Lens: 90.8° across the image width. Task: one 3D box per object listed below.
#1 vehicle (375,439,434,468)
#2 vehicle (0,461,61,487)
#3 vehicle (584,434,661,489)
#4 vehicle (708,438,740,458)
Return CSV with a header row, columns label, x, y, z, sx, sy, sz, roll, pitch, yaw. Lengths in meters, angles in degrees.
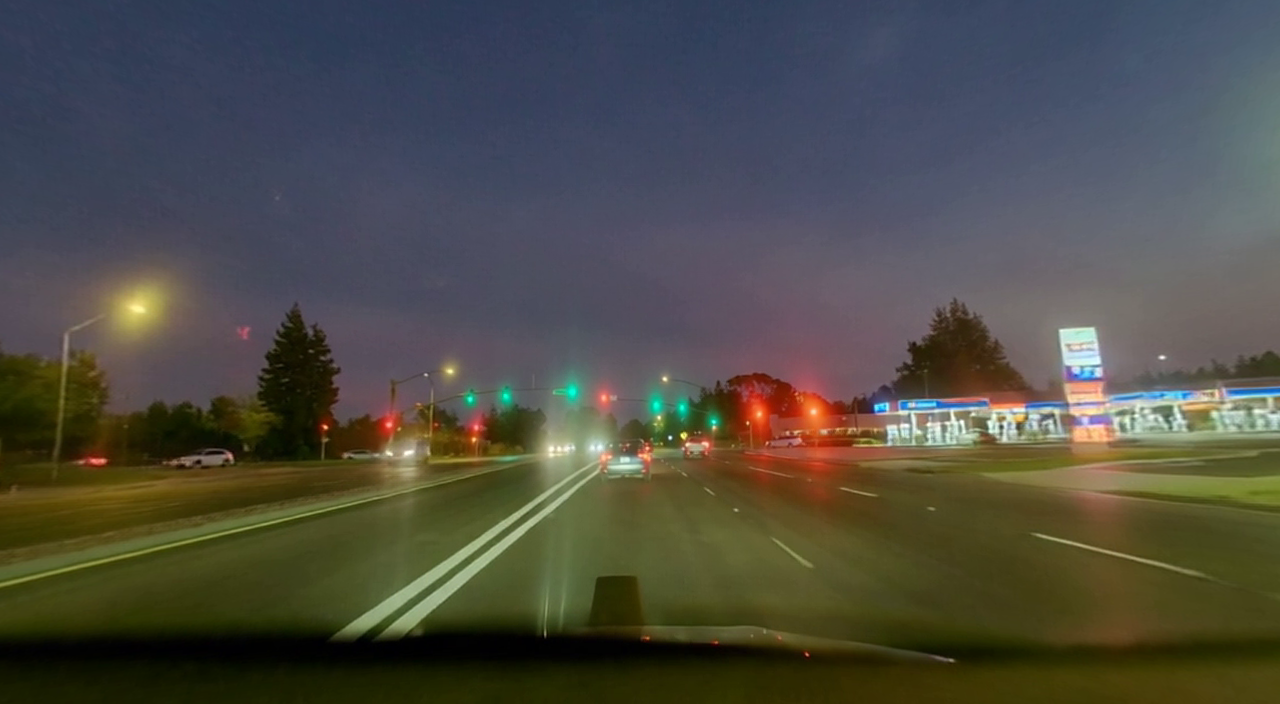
label,x,y,z,sx,sy,sz,roll,pitch,yaw
vehicle,-17.398,7.499,46.988,2.224,2.000,5.743,0,-8,0
vehicle,-36.139,7.014,36.403,3.670,1.430,1.897,-1,-9,4
vehicle,-0.463,3.200,18.715,2.040,1.451,3.736,0,-8,0
vehicle,6.563,7.596,49.804,1.890,1.489,4.396,0,-8,-1
